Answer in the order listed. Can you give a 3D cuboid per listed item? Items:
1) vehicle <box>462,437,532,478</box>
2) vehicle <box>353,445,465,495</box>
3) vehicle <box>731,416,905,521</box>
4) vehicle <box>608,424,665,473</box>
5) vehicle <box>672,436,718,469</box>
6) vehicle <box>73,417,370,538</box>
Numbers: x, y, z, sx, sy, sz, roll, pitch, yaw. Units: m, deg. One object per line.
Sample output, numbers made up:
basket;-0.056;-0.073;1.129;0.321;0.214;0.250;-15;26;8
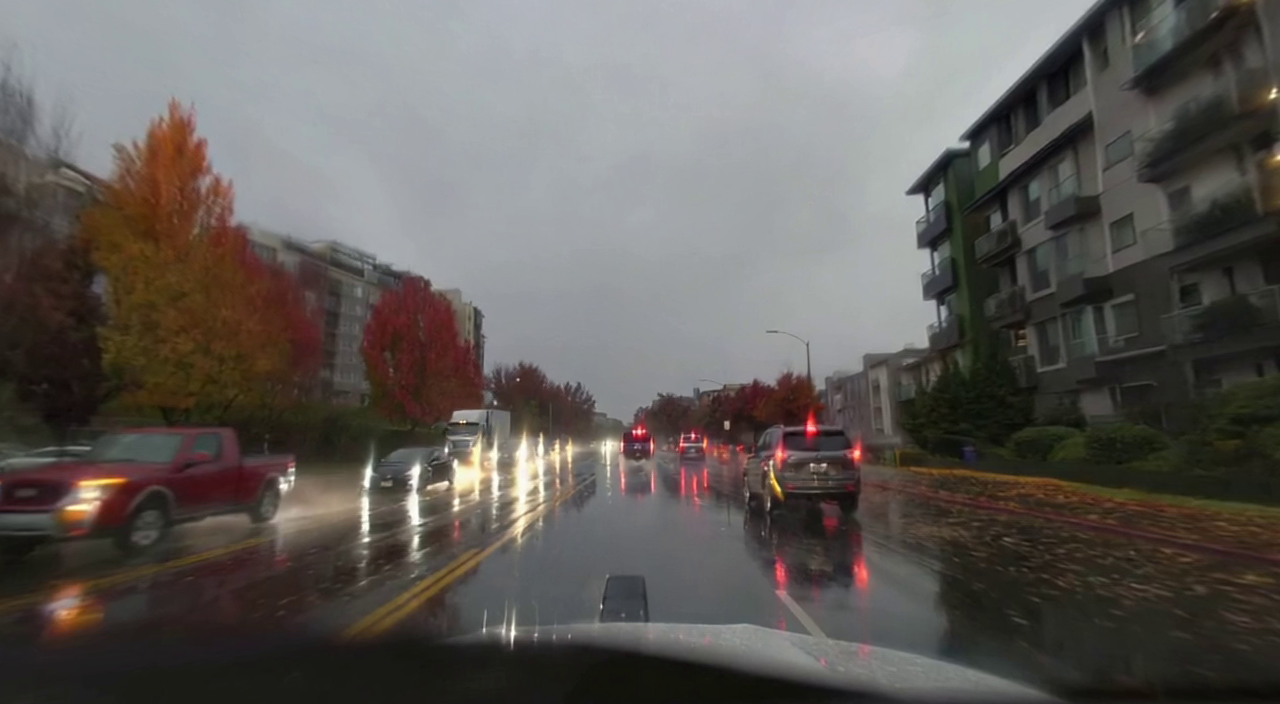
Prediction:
vehicle;-7.156;5.312;31.971;2.437;1.820;4.827;-2;-8;0
vehicle;-7.558;3.876;21.104;1.881;1.485;4.522;0;-8;2
vehicle;3.549;2.459;13.880;2.120;1.828;5.531;0;-8;-1
vehicle;-0.240;5.200;33.935;2.762;2.309;6.723;0;-9;-1
vehicle;3.245;6.064;38.122;2.187;1.835;5.471;0;-8;-1
vehicle;-7.614;2.328;12.310;2.448;1.871;4.820;0;-8;0
